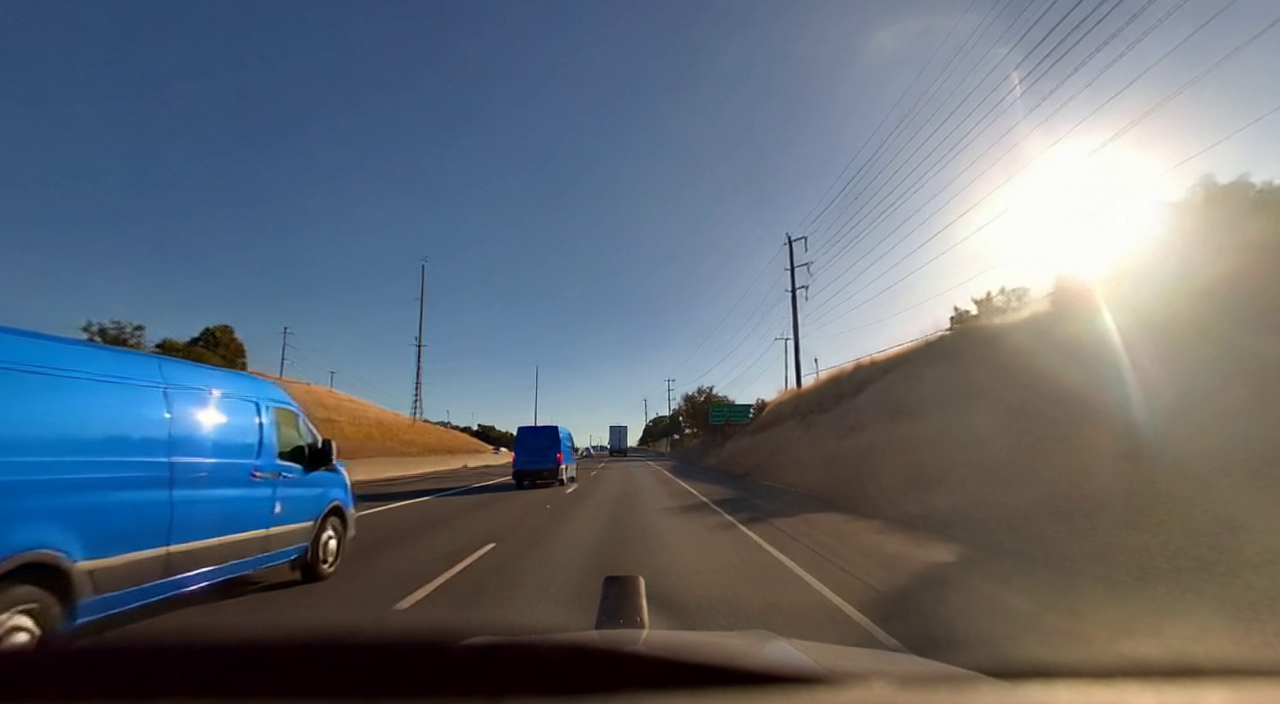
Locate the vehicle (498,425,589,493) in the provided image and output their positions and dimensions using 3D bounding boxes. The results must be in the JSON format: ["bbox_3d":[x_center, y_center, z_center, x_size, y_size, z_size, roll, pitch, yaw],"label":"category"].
[{"bbox_3d":[-3.068,3.580,21.348,2.197,2.011,5.130,0,-9,1],"label":"vehicle"}]

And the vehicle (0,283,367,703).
[{"bbox_3d":[-3.930,0.891,3.981,2.145,2.010,4.980,0,-9,0],"label":"vehicle"}]
